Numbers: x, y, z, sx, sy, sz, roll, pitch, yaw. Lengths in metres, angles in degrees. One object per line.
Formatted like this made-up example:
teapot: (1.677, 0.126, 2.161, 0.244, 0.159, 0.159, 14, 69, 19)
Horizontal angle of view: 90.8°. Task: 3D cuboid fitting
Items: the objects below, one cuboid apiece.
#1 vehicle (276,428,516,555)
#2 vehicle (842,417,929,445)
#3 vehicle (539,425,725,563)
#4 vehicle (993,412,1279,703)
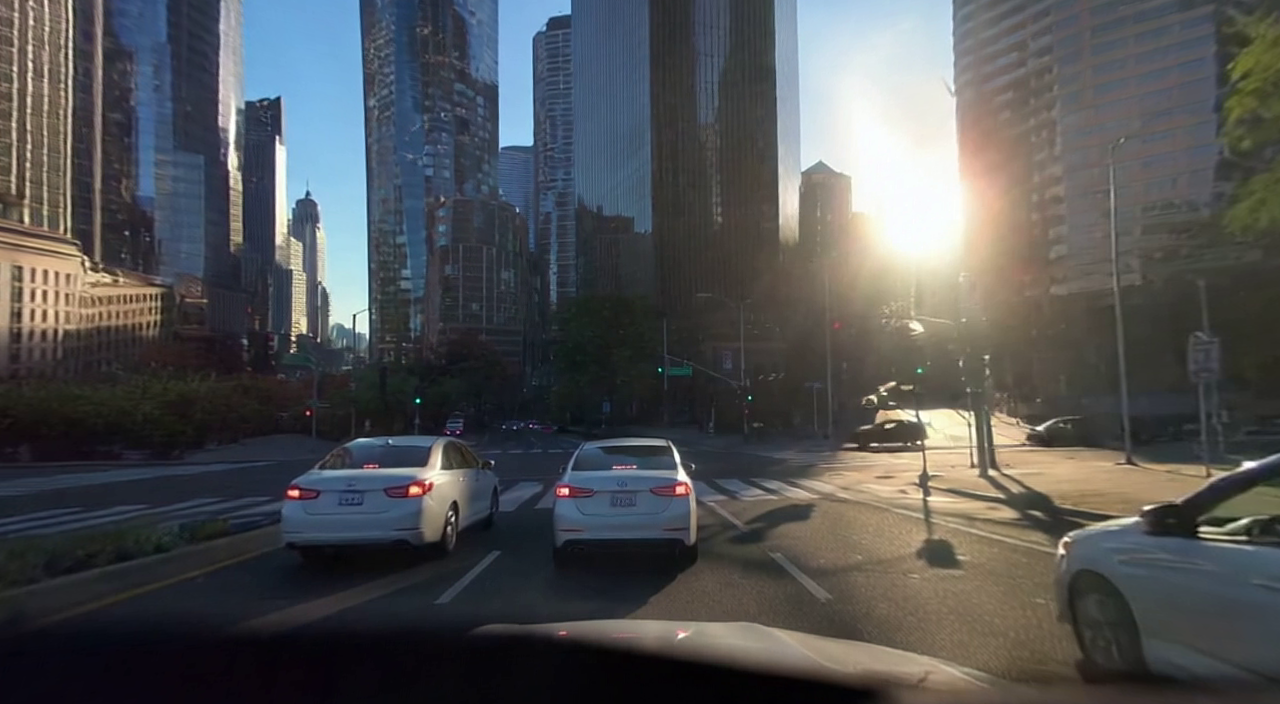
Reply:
vehicle: (-3.328, 1.986, 9.814, 1.995, 1.479, 4.627, 0, -8, -2)
vehicle: (17.195, 5.621, 44.479, 5.201, 1.894, 2.178, 1, -8, -5)
vehicle: (-0.154, 1.826, 8.842, 2.016, 1.478, 3.795, 0, -8, -2)
vehicle: (3.048, 0.835, 1.481, 1.915, 1.434, 4.175, 0, -8, -2)
